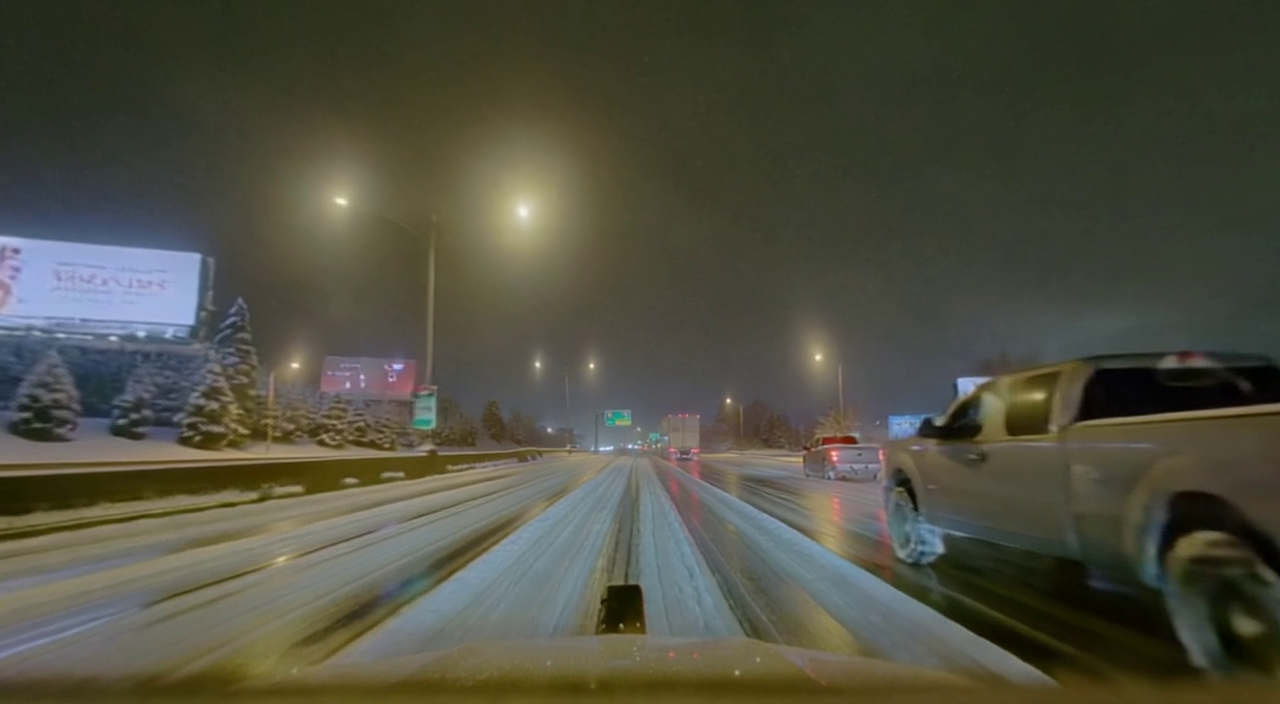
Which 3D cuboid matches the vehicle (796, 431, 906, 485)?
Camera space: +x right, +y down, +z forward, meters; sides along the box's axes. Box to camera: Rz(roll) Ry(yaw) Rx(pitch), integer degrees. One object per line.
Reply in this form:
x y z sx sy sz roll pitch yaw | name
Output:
8.455 4.334 25.945 2.544 1.947 5.288 0 -9 -2 | vehicle

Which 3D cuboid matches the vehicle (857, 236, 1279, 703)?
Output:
4.058 0.898 4.537 2.740 2.157 6.300 0 -9 0 | vehicle
